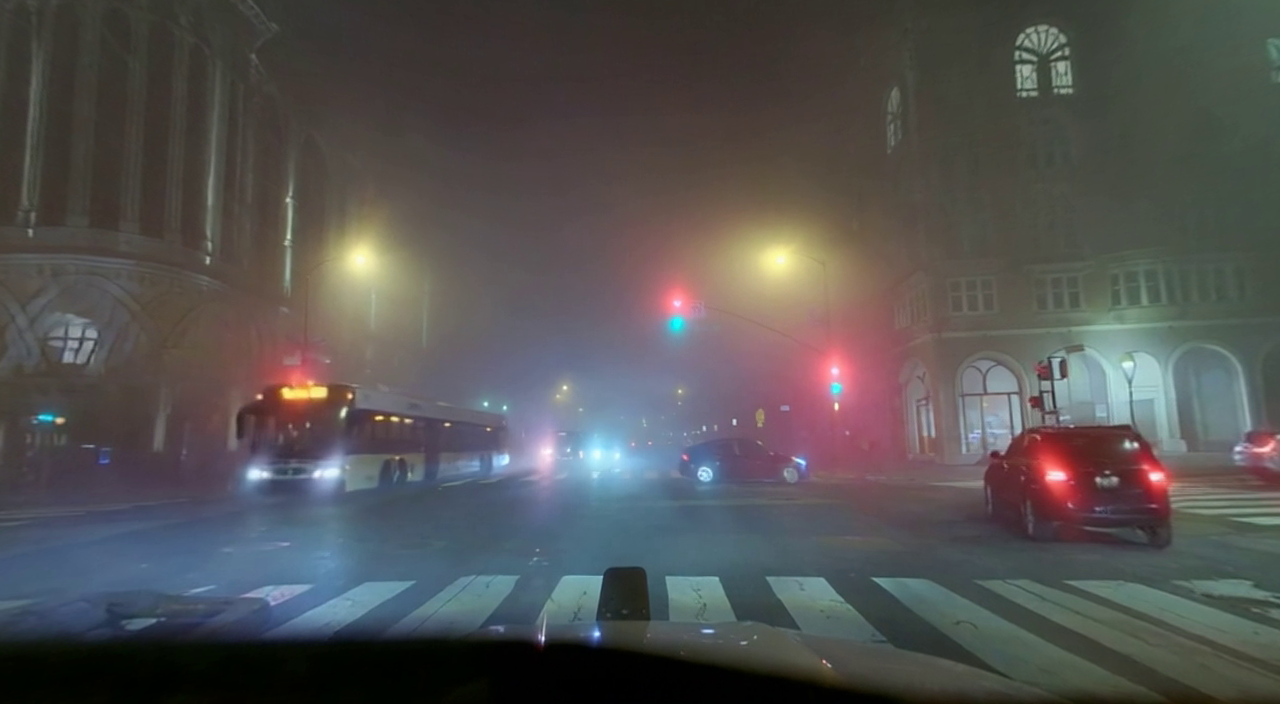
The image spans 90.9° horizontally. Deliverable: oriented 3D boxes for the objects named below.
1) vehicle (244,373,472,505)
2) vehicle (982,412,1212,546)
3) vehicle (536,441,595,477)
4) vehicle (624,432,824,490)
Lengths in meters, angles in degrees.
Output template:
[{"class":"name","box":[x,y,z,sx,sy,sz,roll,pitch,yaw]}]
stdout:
[{"class":"vehicle","box":[-8.713,3.009,21.577,2.916,3.427,10.189,0,-8,1]},{"class":"vehicle","box":[6.433,1.777,9.489,2.006,1.495,4.271,-4,-9,26]},{"class":"vehicle","box":[-3.128,4.606,27.422,1.904,1.402,4.759,0,-8,1]},{"class":"vehicle","box":[2.408,3.184,18.525,5.388,1.465,2.050,-5,-8,27]}]
